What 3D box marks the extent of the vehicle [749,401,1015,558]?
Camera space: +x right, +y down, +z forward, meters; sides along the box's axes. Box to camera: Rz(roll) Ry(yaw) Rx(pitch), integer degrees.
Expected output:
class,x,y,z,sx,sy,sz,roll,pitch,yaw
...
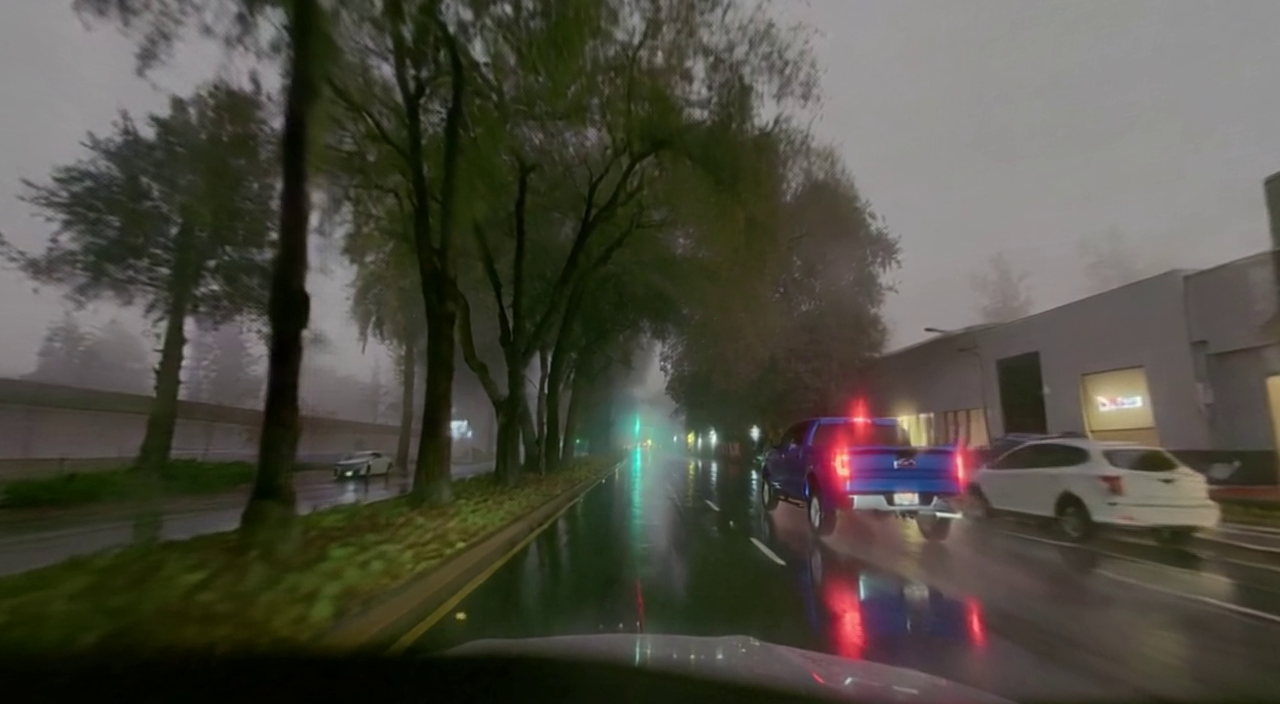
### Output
class,x,y,z,sx,sy,sz,roll,pitch,yaw
vehicle,3.309,1.899,10.131,2.085,1.828,5.383,0,-9,-1

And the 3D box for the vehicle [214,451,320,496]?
class,x,y,z,sx,sy,sz,roll,pitch,yaw
vehicle,-16.012,5.192,27.359,1.919,1.616,4.723,-4,-8,-2

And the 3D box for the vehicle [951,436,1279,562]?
class,x,y,z,sx,sy,sz,roll,pitch,yaw
vehicle,7.384,2.231,10.516,1.863,1.588,4.670,0,-8,-2

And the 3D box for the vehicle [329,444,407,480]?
class,x,y,z,sx,sy,sz,roll,pitch,yaw
vehicle,-15.607,6.335,36.476,2.097,1.852,5.090,-2,-9,2
